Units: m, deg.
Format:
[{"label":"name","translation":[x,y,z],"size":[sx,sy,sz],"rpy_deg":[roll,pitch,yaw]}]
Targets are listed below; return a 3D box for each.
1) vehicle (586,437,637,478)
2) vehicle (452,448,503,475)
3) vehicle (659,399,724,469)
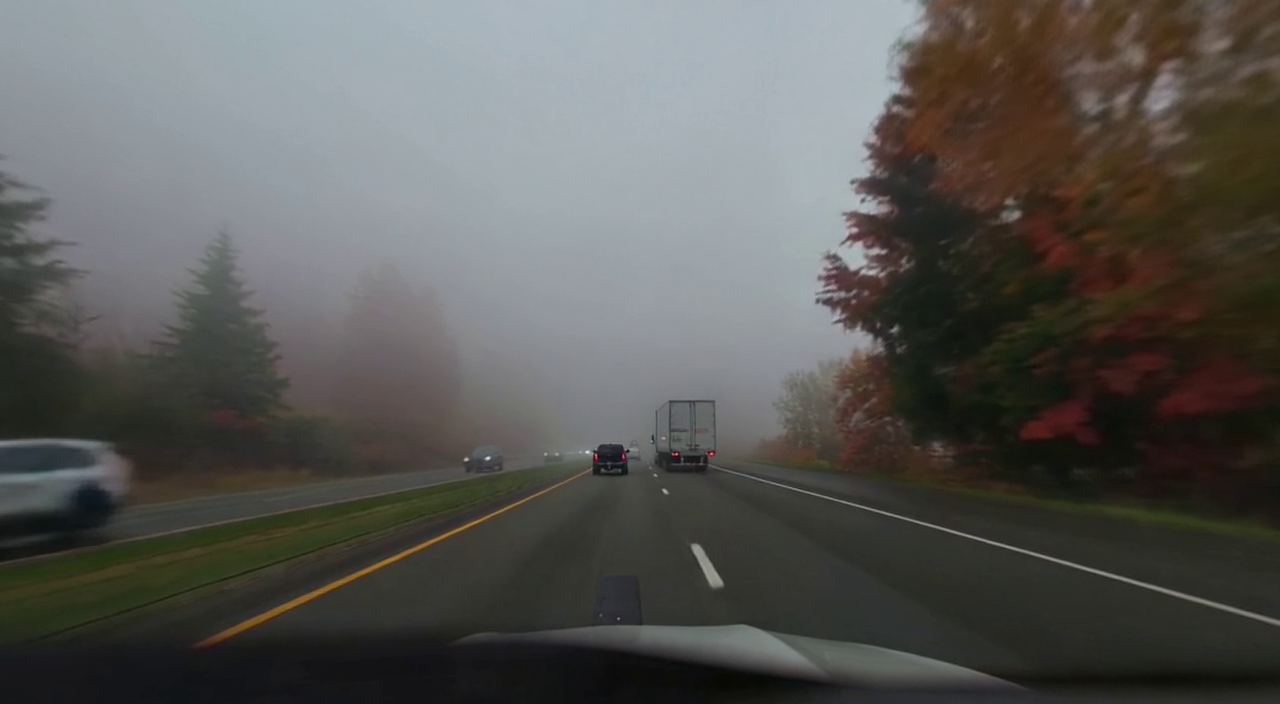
[{"label":"vehicle","translation":[-1.213,4.791,28.645],"size":[2.151,1.693,4.201],"rpy_deg":[0,-9,0]},{"label":"vehicle","translation":[-9.733,6.572,37.951],"size":[1.890,1.505,4.484],"rpy_deg":[0,-9,0]},{"label":"vehicle","translation":[3.197,5.758,43.048],"size":[3.068,4.042,13.787],"rpy_deg":[0,-9,-1]}]
